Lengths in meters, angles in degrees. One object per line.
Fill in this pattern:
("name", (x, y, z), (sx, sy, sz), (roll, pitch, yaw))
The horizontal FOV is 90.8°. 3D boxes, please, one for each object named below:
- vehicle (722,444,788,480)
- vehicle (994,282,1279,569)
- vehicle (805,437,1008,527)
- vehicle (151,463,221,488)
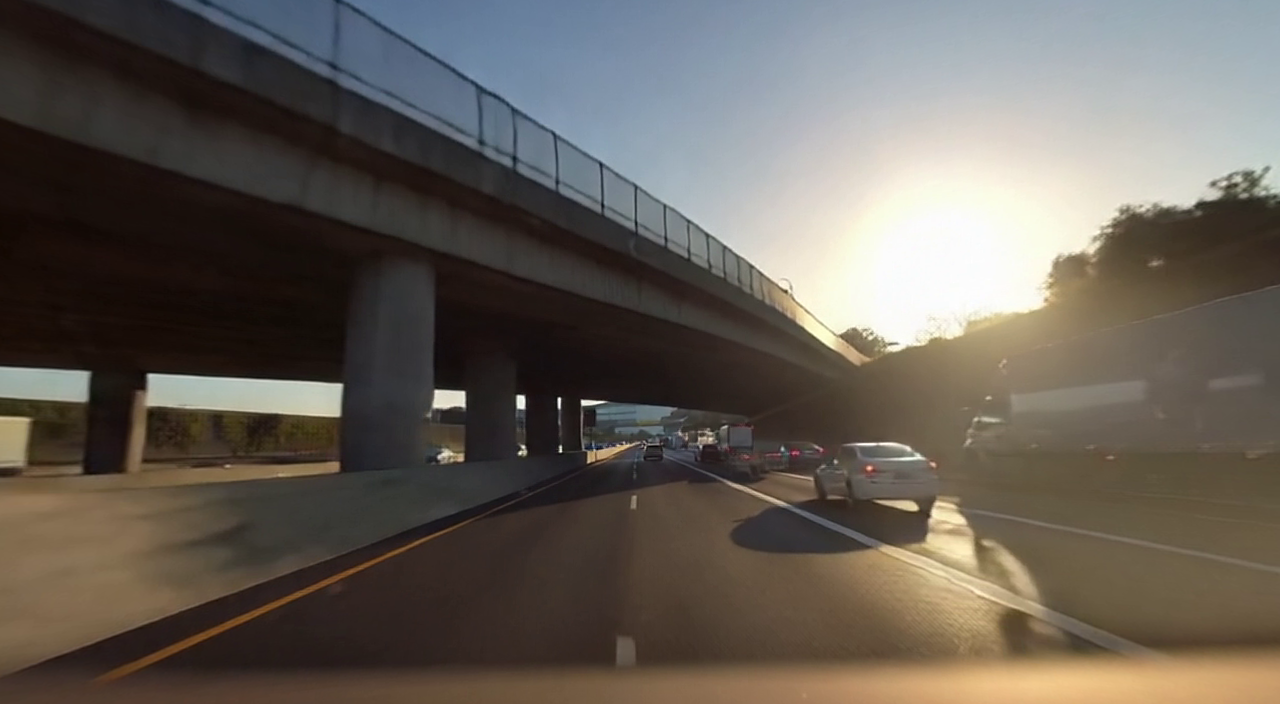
("vehicle", (4.914, 4.767, 27.663), (1.987, 1.448, 4.356), (0, -8, -1))
("vehicle", (8.819, 1.004, 8.357), (3.020, 3.240, 8.990), (0, -8, 0))
("vehicle", (5.116, 2.547, 13.127), (1.959, 1.483, 5.135), (0, -8, 0))
("vehicle", (-31.654, 8.601, 44.238), (1.829, 1.506, 4.390), (0, -8, -3))
